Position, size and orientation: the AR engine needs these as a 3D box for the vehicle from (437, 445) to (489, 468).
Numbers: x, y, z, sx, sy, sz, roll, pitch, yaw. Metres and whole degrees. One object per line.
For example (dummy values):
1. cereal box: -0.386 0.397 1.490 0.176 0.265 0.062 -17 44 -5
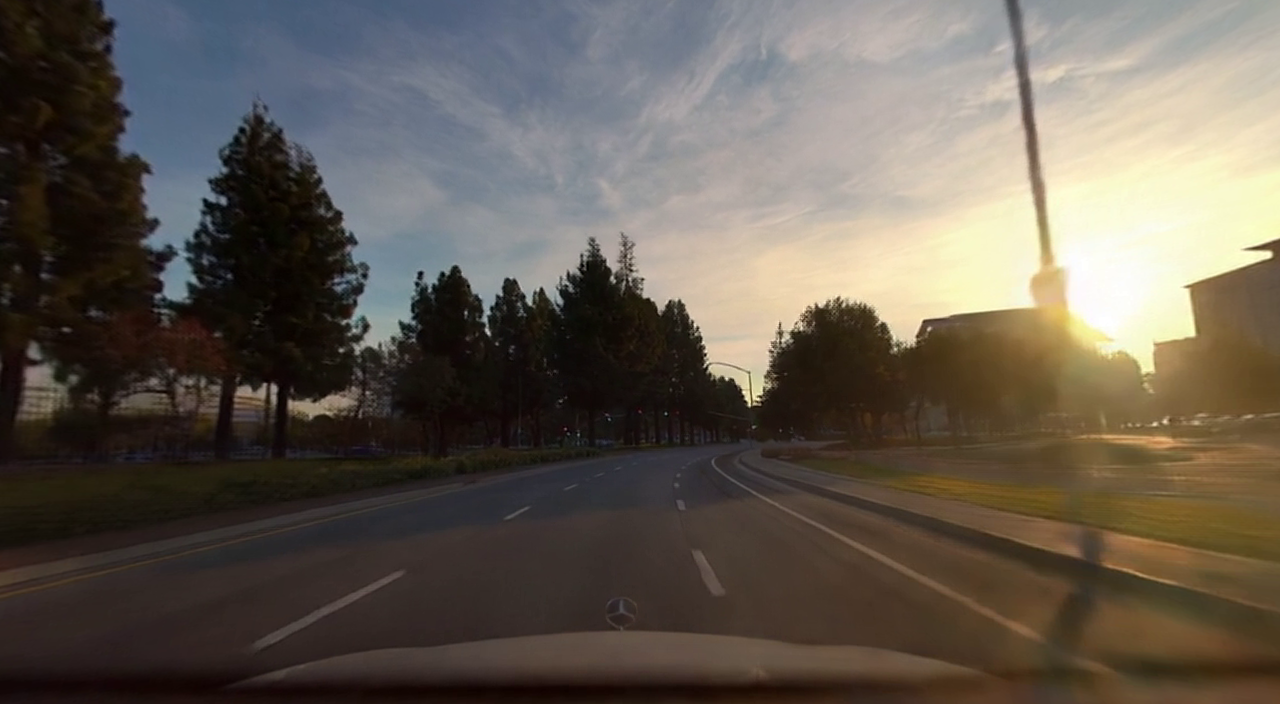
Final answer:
1. vehicle: -12.506 7.382 44.936 1.842 1.529 4.356 -1 -9 9
